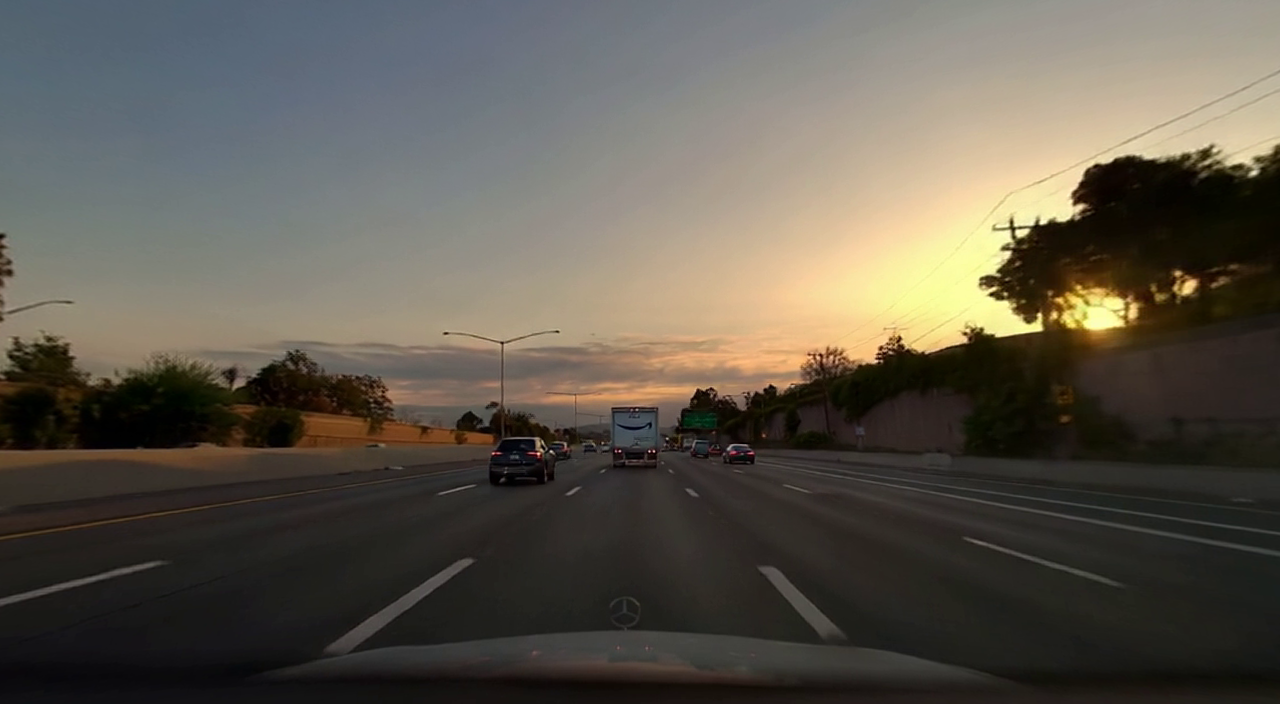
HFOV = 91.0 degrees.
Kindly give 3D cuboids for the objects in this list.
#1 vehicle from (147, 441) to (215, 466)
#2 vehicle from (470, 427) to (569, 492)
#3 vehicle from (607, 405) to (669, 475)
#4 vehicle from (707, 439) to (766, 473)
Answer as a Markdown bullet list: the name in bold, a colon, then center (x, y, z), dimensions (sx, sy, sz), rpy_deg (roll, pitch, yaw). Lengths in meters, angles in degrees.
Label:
- **vehicle**: center (-29.336, 6.496, 40.384), dimensions (1.597, 1.456, 3.631), rpy_deg (1, -8, 0)
- **vehicle**: center (-3.436, 3.158, 18.844), dimensions (2.095, 1.688, 4.188), rpy_deg (0, -8, 1)
- **vehicle**: center (-0.098, 3.923, 28.005), dimensions (2.456, 2.705, 6.251), rpy_deg (1, -8, -1)
- **vehicle**: center (4.624, 5.075, 30.944), dimensions (1.970, 1.499, 4.491), rpy_deg (1, -8, -3)
